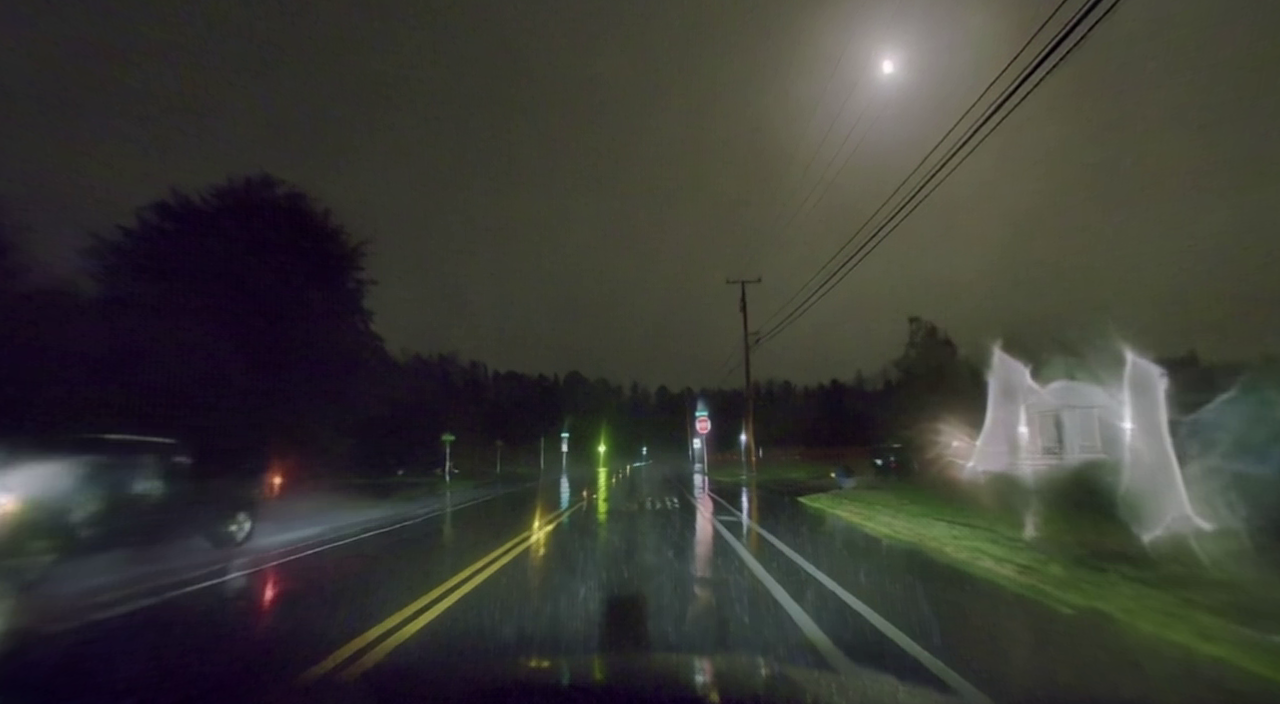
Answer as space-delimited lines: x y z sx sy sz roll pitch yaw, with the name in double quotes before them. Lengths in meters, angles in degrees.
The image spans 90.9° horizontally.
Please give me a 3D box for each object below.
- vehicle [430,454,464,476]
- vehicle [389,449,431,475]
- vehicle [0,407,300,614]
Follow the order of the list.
"vehicle" -14.392 8.405 47.197 1.739 1.539 3.548 1 -9 -6
"vehicle" -17.593 8.452 48.360 1.849 1.831 3.980 -1 -11 -4
"vehicle" -6.429 1.825 7.778 1.992 1.797 4.372 -3 -10 0
